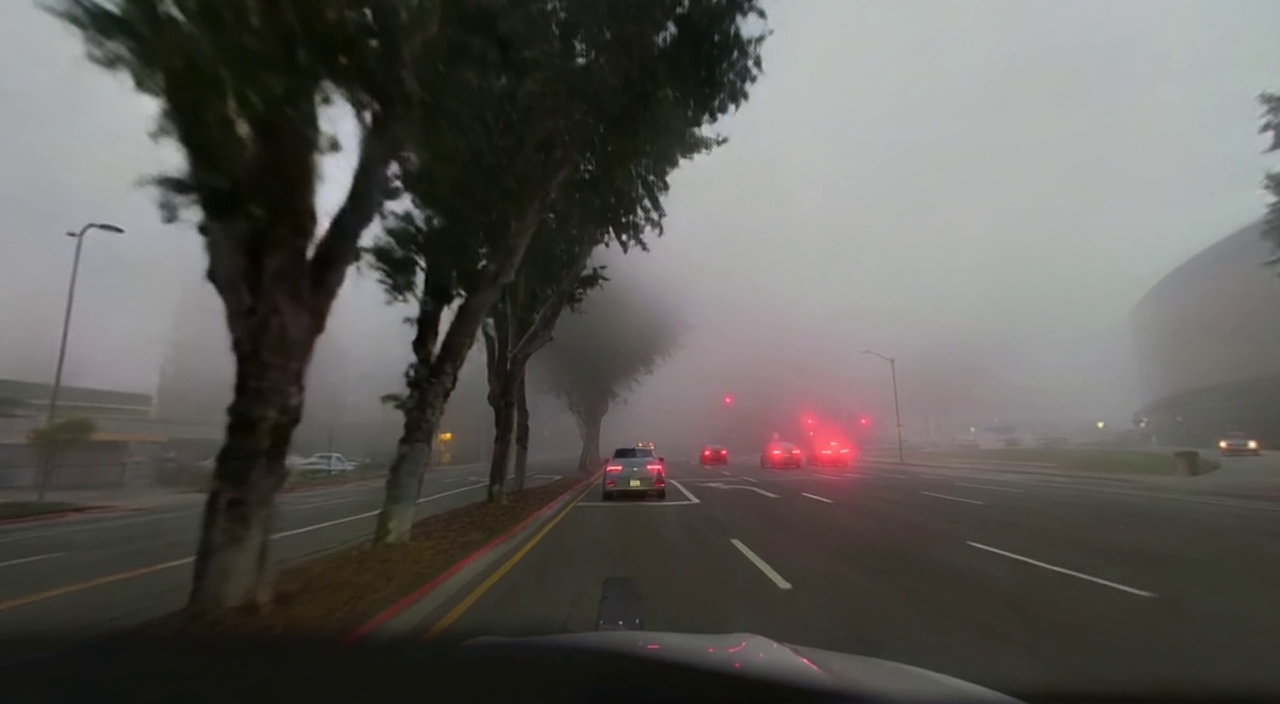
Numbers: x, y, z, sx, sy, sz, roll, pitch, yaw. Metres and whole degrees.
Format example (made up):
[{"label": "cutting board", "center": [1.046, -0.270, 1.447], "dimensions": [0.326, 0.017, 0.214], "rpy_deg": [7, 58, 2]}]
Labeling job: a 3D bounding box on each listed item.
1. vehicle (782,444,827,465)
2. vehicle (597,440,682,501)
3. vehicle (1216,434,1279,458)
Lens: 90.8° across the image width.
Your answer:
[{"label": "vehicle", "center": [12.422, 7.756, 48.067], "dimensions": [2.059, 1.482, 4.568], "rpy_deg": [0, -9, -1]}, {"label": "vehicle", "center": [-0.044, 3.208, 17.547], "dimensions": [2.064, 1.477, 3.968], "rpy_deg": [0, -9, -1]}, {"label": "vehicle", "center": [40.371, 6.233, 41.884], "dimensions": [3.834, 1.470, 1.910], "rpy_deg": [4, -10, -28]}]
